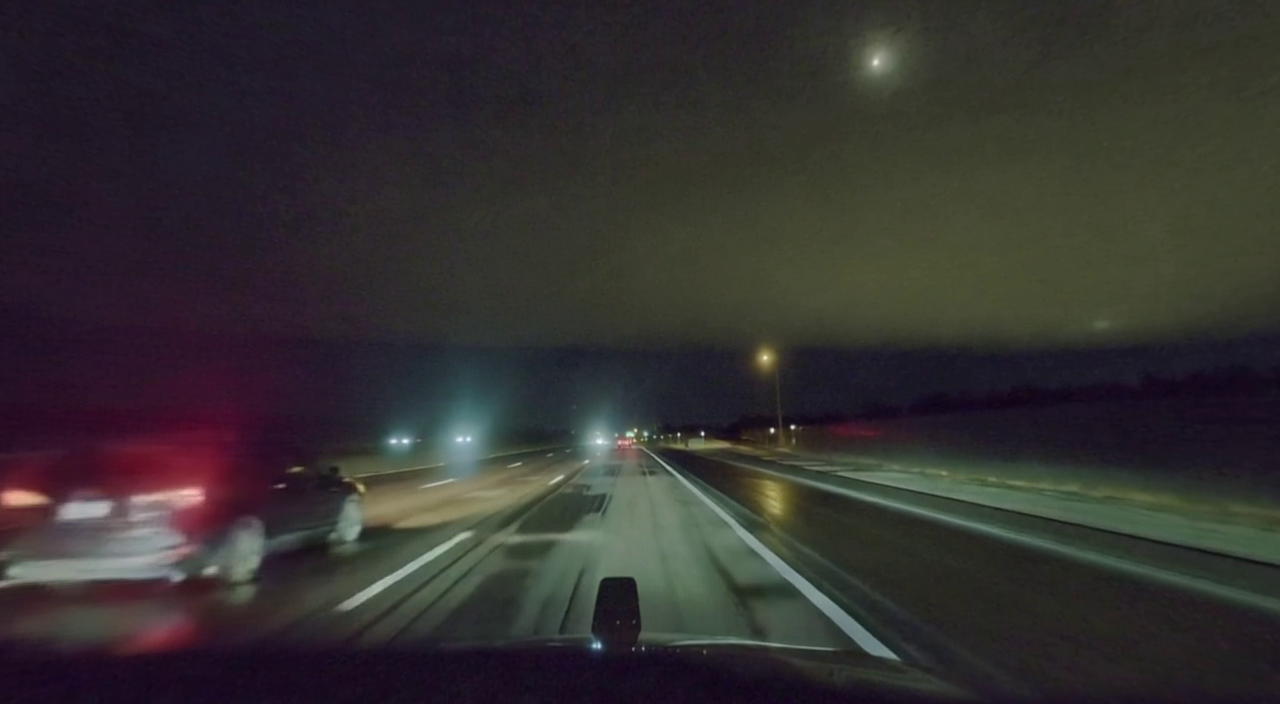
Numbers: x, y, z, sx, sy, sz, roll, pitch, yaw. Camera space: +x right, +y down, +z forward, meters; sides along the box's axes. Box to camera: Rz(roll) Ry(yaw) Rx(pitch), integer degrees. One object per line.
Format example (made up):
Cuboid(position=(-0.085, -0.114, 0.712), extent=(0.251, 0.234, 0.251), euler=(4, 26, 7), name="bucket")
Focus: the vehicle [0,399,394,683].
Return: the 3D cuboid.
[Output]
Cuboid(position=(-4.448, 1.403, 6.083), extent=(2.129, 1.588, 4.980), euler=(0, -8, 0), name="vehicle")
